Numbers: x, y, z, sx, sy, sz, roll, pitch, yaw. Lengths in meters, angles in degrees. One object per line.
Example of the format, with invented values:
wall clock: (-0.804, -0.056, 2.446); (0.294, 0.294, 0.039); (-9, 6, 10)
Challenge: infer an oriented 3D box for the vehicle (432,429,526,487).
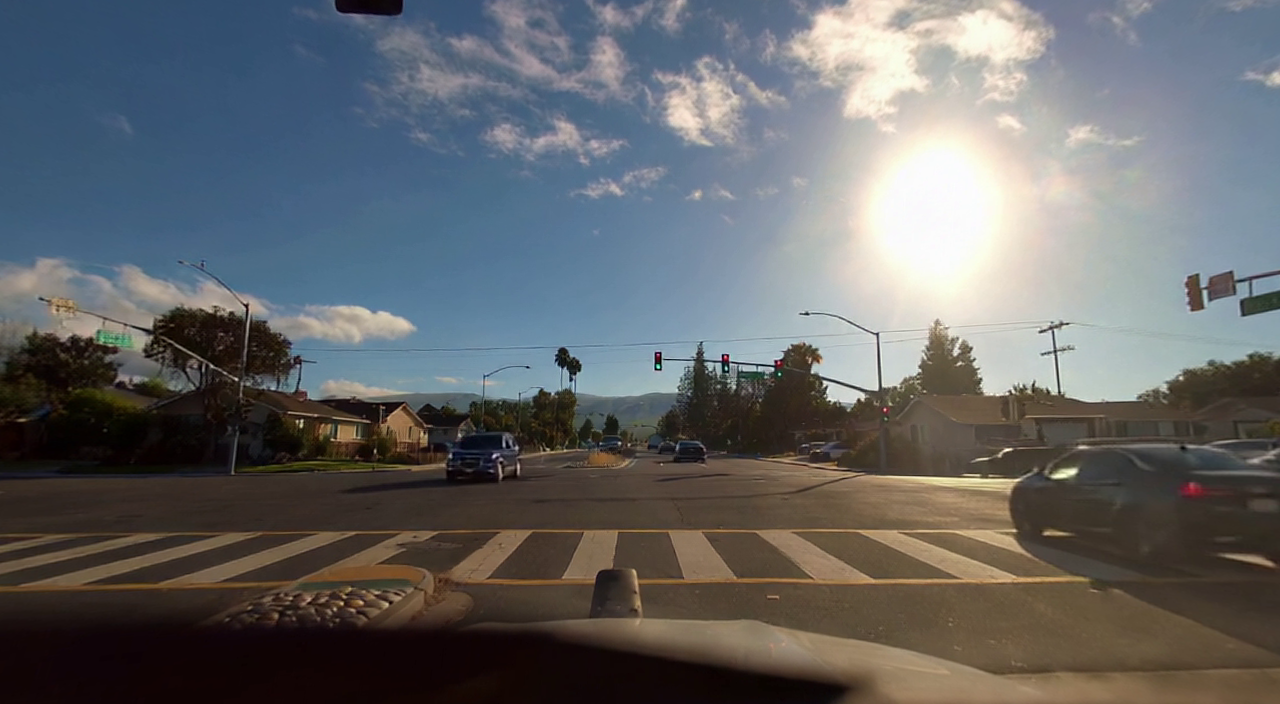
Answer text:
vehicle: (-5.123, 3.443, 20.723); (2.025, 1.704, 4.104); (0, -9, -1)

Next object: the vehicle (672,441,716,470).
vehicle: (2.887, 5.627, 34.623); (1.947, 1.467, 4.455); (0, -9, -1)

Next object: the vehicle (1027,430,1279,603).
vehicle: (6.738, 1.757, 7.653); (1.961, 1.494, 4.438); (-2, -9, 11)

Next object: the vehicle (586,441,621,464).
vehicle: (-2.392, 6.715, 42.283); (2.045, 1.484, 3.991); (0, -9, 0)
